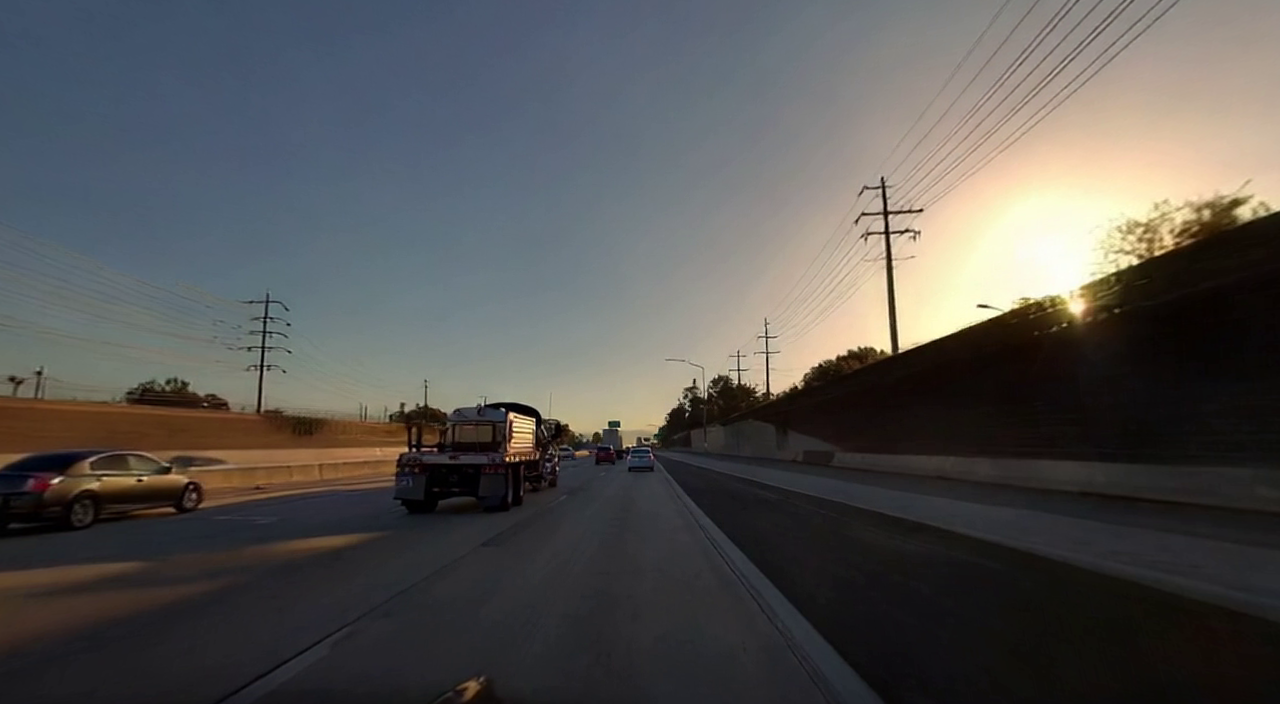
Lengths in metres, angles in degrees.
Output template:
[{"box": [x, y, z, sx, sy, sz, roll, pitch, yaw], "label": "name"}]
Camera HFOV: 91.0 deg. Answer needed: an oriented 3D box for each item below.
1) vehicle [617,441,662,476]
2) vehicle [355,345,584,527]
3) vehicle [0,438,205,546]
[{"box": [-0.016, 5.454, 32.476, 2.178, 1.640, 4.071, 0, -9, 0], "label": "vehicle"}, {"box": [-3.447, 2.170, 15.866, 3.023, 3.246, 9.102, 0, -9, 1], "label": "vehicle"}, {"box": [-10.107, 2.290, 10.863, 1.951, 1.523, 4.486, 0, -9, 0], "label": "vehicle"}]
